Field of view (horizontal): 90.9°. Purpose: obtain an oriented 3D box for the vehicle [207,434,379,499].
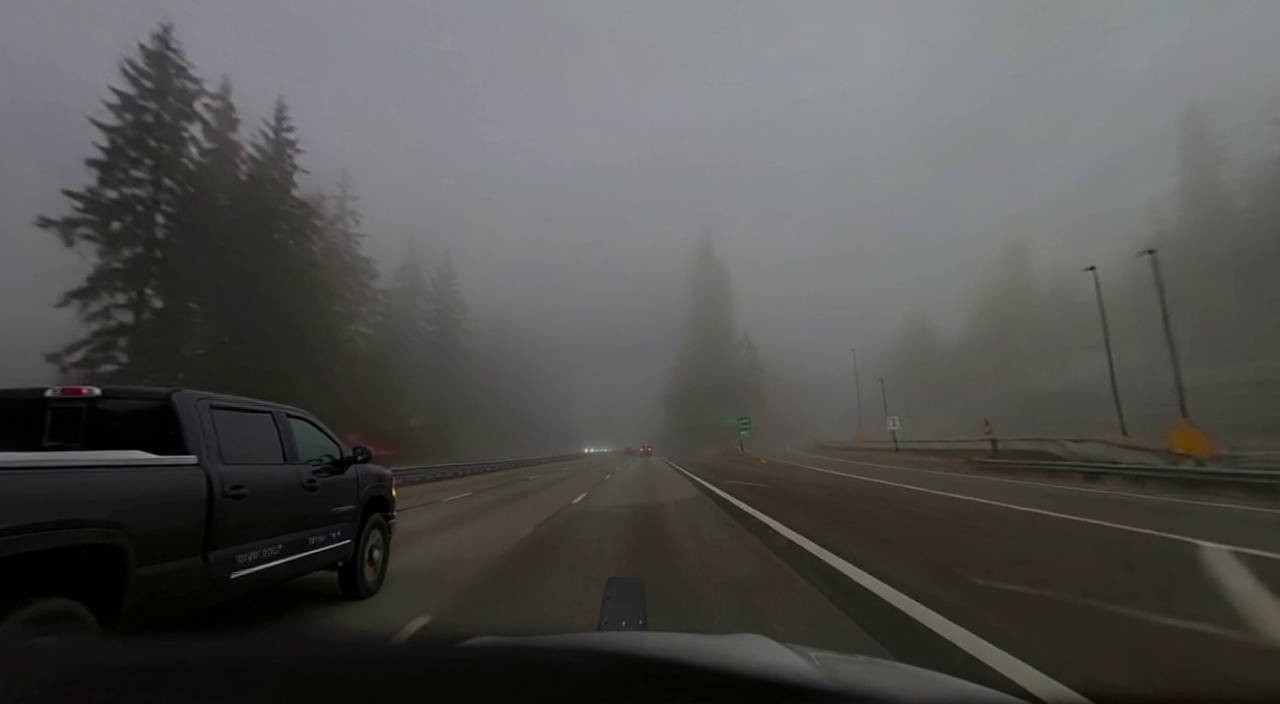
[{"bbox_3d":[-11.341,3.757,21.401,2.275,1.845,6.252,0,-8,0],"label":"vehicle"}]
